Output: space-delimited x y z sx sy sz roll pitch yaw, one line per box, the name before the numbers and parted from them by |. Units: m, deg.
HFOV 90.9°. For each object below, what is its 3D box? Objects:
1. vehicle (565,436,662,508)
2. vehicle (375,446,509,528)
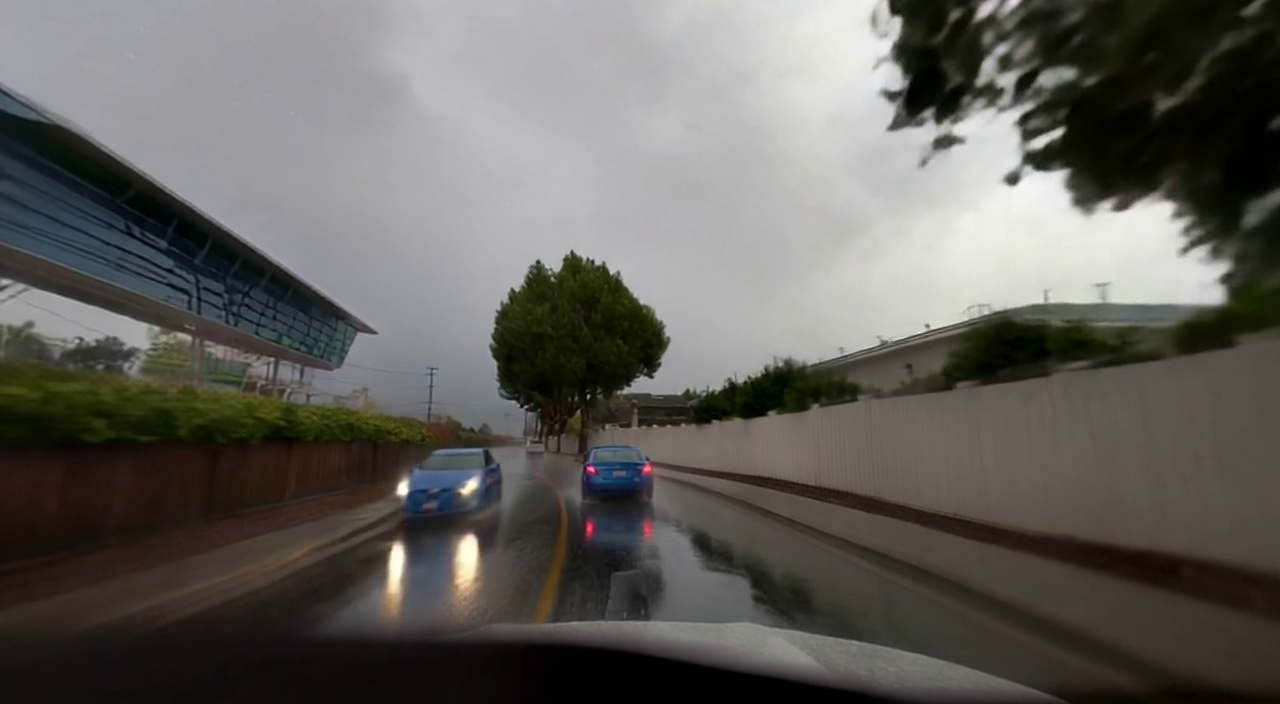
vehicle | -0.765 2.827 15.411 2.060 1.487 3.920 1 -8 -6
vehicle | -4.102 2.809 13.817 1.957 1.442 4.180 0 -8 -6
